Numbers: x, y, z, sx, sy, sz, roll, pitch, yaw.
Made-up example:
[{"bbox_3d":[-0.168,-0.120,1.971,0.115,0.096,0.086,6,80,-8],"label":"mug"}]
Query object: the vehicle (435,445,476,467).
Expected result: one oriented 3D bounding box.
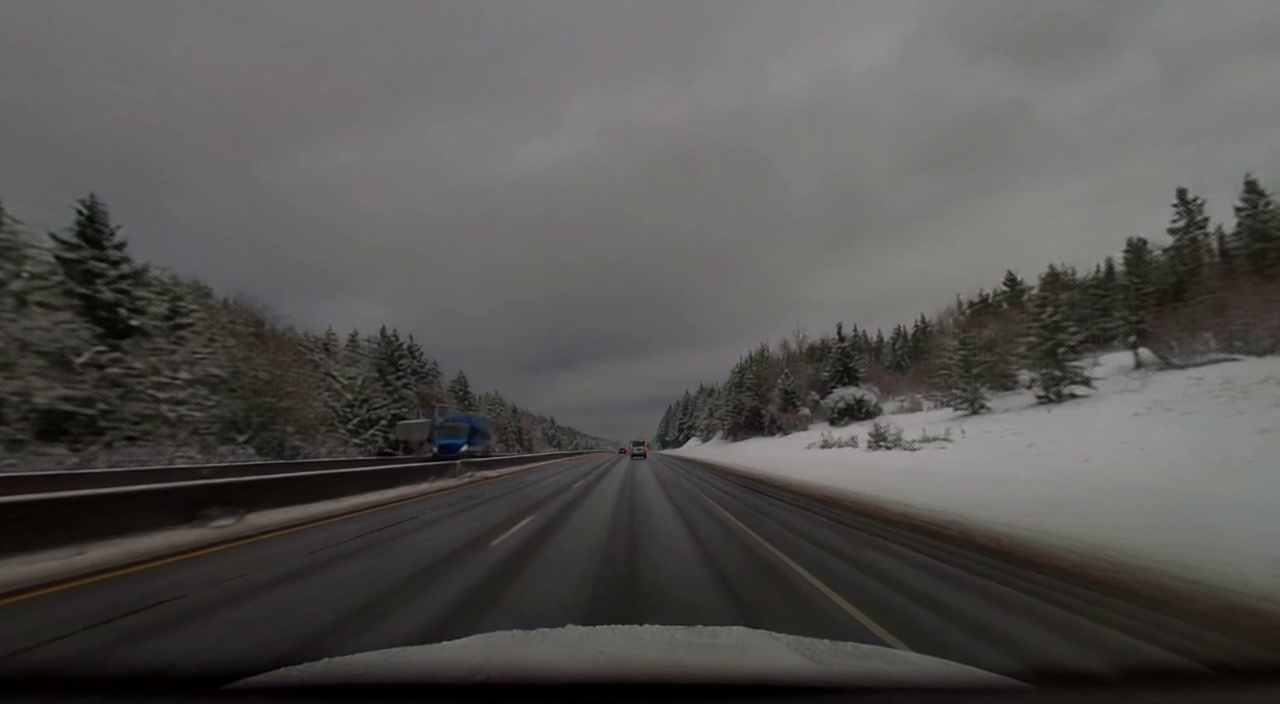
[{"bbox_3d":[-14.482,8.185,49.579,1.918,1.609,4.302,0,-8,1],"label":"vehicle"}]
